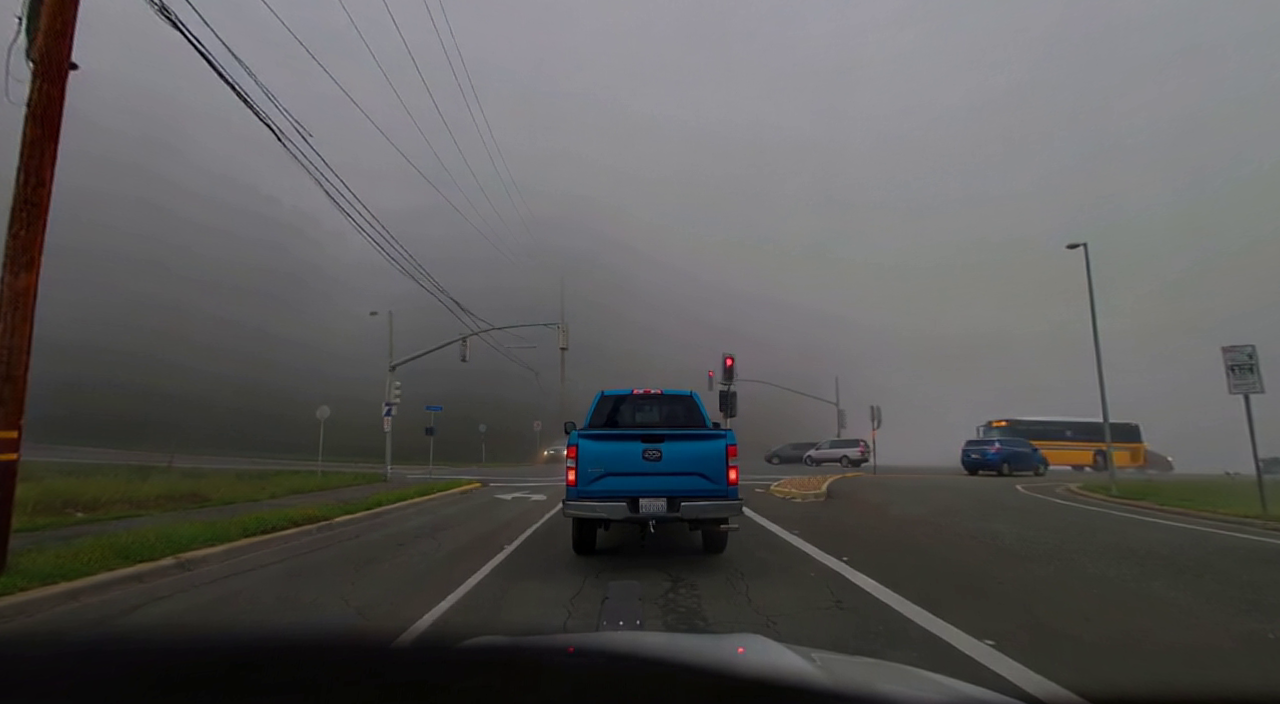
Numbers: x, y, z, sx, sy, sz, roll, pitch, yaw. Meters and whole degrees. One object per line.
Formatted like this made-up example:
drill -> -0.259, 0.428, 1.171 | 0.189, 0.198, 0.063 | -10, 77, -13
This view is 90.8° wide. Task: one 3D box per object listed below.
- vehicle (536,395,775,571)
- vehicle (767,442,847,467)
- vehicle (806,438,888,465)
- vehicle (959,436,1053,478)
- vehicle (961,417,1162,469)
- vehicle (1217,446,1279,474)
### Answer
vehicle -> 0.124, 1.889, 10.014 | 2.707, 1.964, 5.485 | 0, -8, -1
vehicle -> 10.834, 6.662, 41.197 | 4.578, 1.490, 1.935 | 0, -8, -2
vehicle -> 14.924, 7.216, 45.785 | 5.235, 1.878, 2.107 | -1, -8, 4
vehicle -> 14.590, 4.122, 25.085 | 2.060, 1.496, 4.520 | -9, -12, 44
vehicle -> 27.328, 5.941, 41.365 | 10.726, 3.128, 3.003 | -1, -8, 1
vehicle -> 41.382, 7.001, 41.262 | 5.426, 1.728, 1.999 | 0, -8, -2
